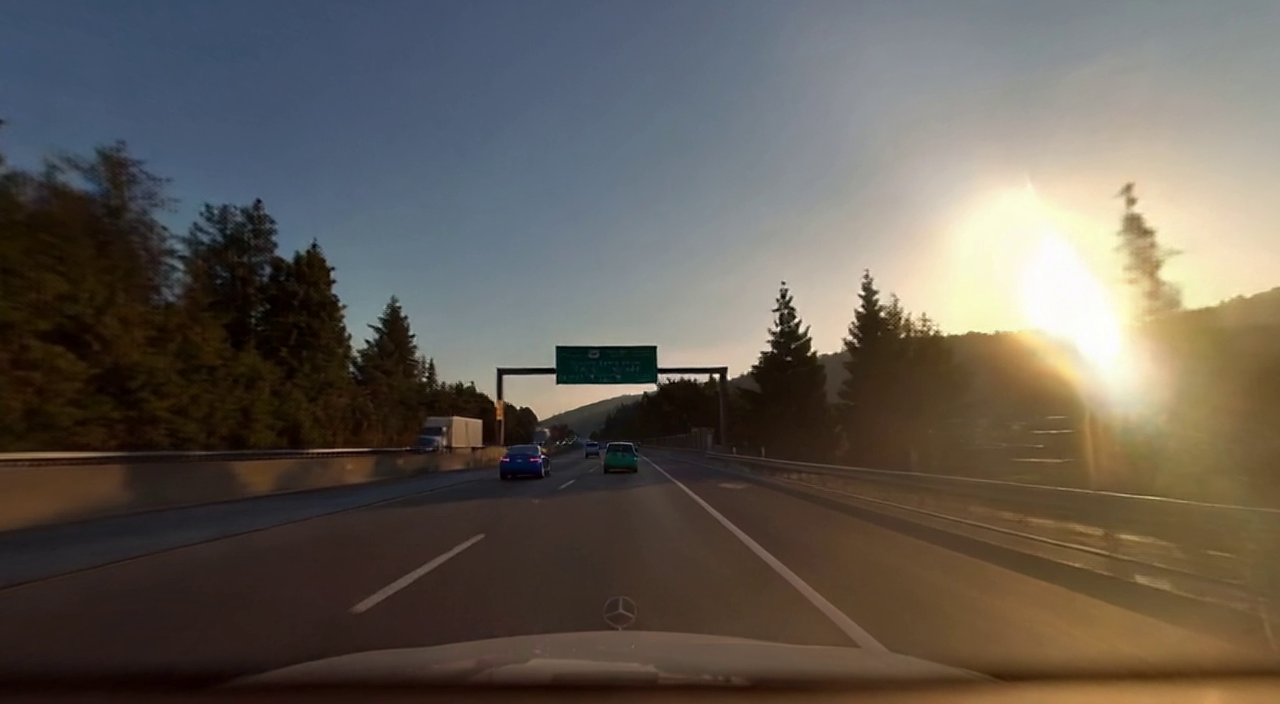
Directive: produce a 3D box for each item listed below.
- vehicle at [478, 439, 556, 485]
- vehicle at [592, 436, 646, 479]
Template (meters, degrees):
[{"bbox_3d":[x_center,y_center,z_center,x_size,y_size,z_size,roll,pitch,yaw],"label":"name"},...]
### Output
[{"bbox_3d":[-4.718,4.301,24.811,2.103,1.588,4.709,-1,-9,0],"label":"vehicle"},{"bbox_3d":[-0.915,4.666,27.939,2.220,1.711,4.056,0,-9,-1],"label":"vehicle"}]
